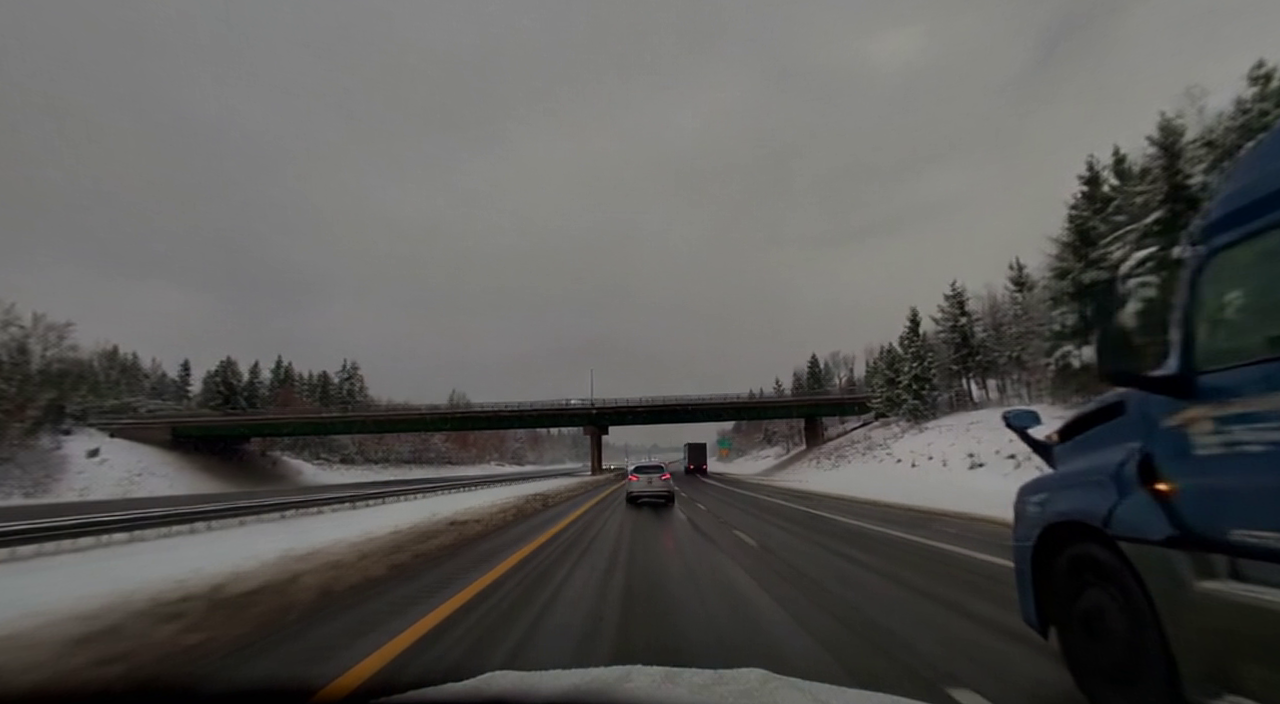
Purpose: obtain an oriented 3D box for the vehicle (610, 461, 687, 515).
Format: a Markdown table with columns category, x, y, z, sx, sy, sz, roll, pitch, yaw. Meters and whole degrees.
| category | x | y | z | sx | sy | sz | roll | pitch | yaw |
| --- | --- | --- | --- | --- | --- | --- | --- | --- | --- |
| vehicle | 0.243 | 4.152 | 19.421 | 2.156 | 1.444 | 3.762 | 1 | -10 | 0 |
